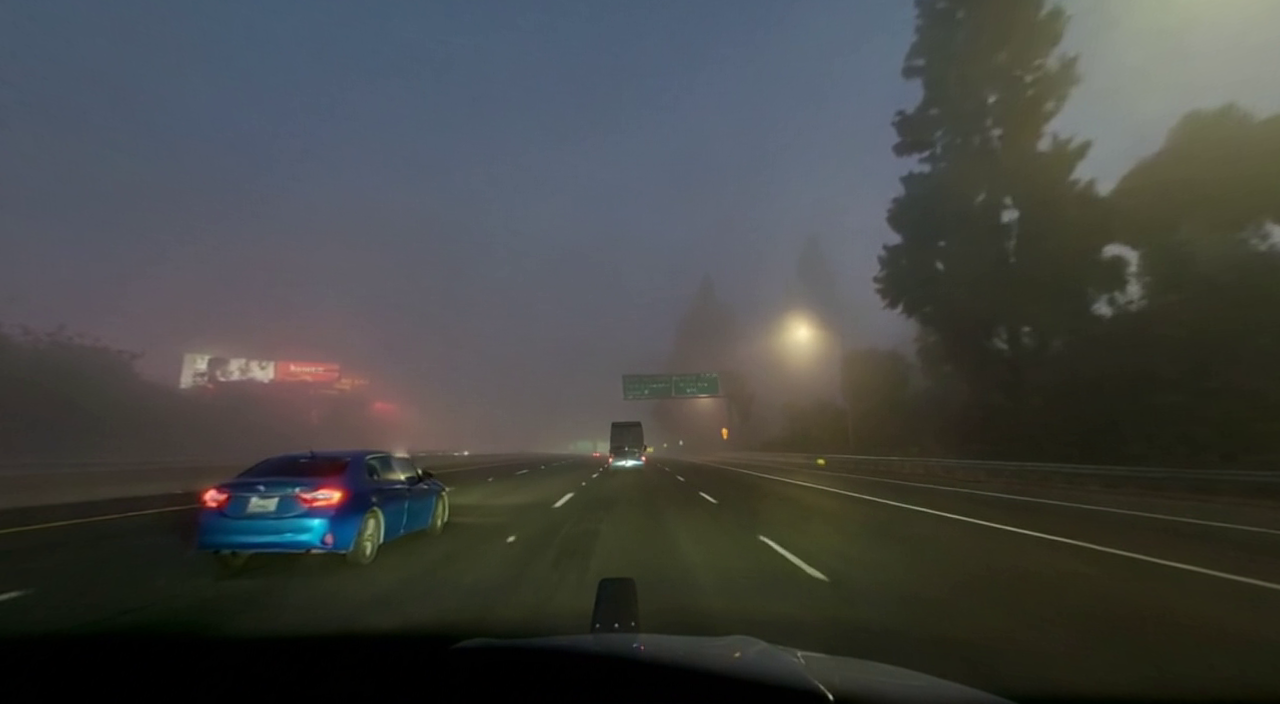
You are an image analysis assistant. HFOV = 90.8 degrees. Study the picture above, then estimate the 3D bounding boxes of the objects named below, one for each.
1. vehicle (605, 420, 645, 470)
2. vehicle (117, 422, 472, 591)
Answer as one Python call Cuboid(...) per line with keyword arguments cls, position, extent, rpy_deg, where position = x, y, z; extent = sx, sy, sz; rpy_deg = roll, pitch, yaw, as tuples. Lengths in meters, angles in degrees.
Cuboid(cls="vehicle", position=(-0.980, 5.964, 40.466), extent=(2.364, 2.953, 6.495), rpy_deg=(0, -8, -2))
Cuboid(cls="vehicle", position=(-3.963, 1.844, 8.545), extent=(2.021, 1.598, 4.887), rpy_deg=(0, -8, 0))
